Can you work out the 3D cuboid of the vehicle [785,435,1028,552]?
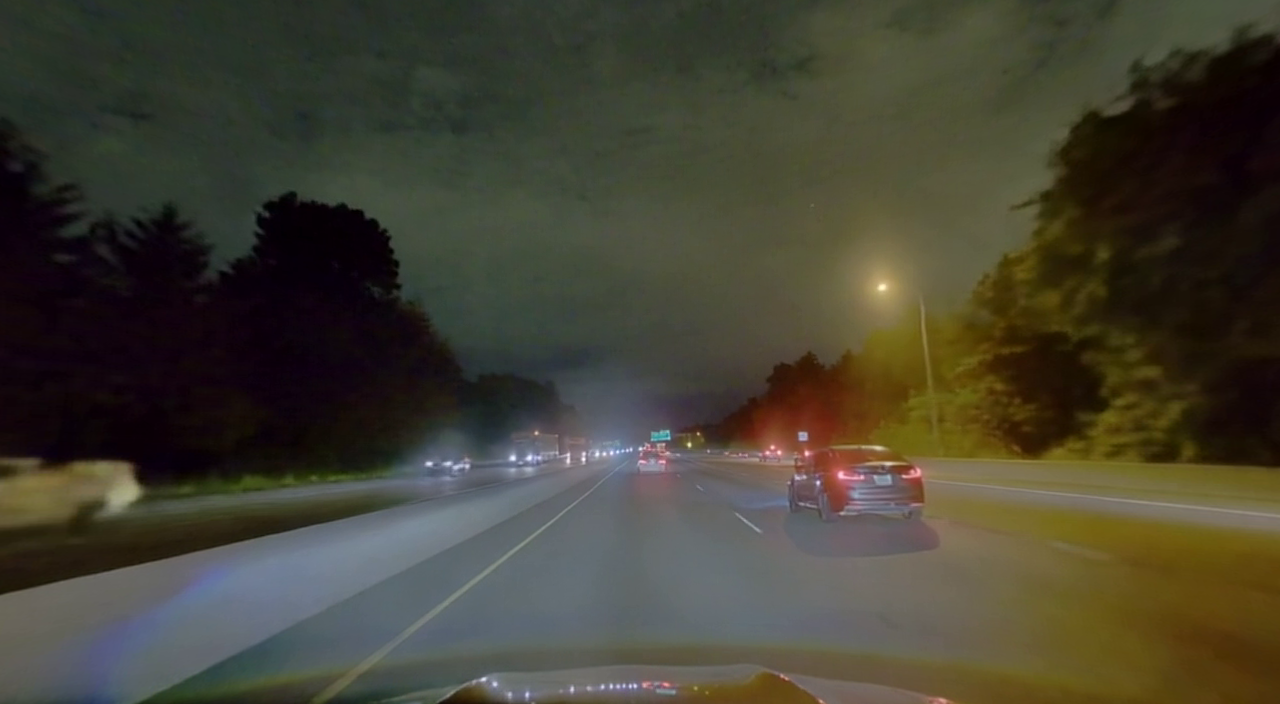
[{"bbox_3d":[3.939,2.165,10.311,2.029,1.475,4.279,0,-9,-1],"label":"vehicle"}]

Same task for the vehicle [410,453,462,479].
[{"bbox_3d":[-14.061,7.843,43.665,2.095,1.670,4.187,-1,-9,2],"label":"vehicle"}]

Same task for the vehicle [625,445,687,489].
[{"bbox_3d":[0.571,4.366,24.309,2.177,1.520,4.278,0,-9,1],"label":"vehicle"}]
